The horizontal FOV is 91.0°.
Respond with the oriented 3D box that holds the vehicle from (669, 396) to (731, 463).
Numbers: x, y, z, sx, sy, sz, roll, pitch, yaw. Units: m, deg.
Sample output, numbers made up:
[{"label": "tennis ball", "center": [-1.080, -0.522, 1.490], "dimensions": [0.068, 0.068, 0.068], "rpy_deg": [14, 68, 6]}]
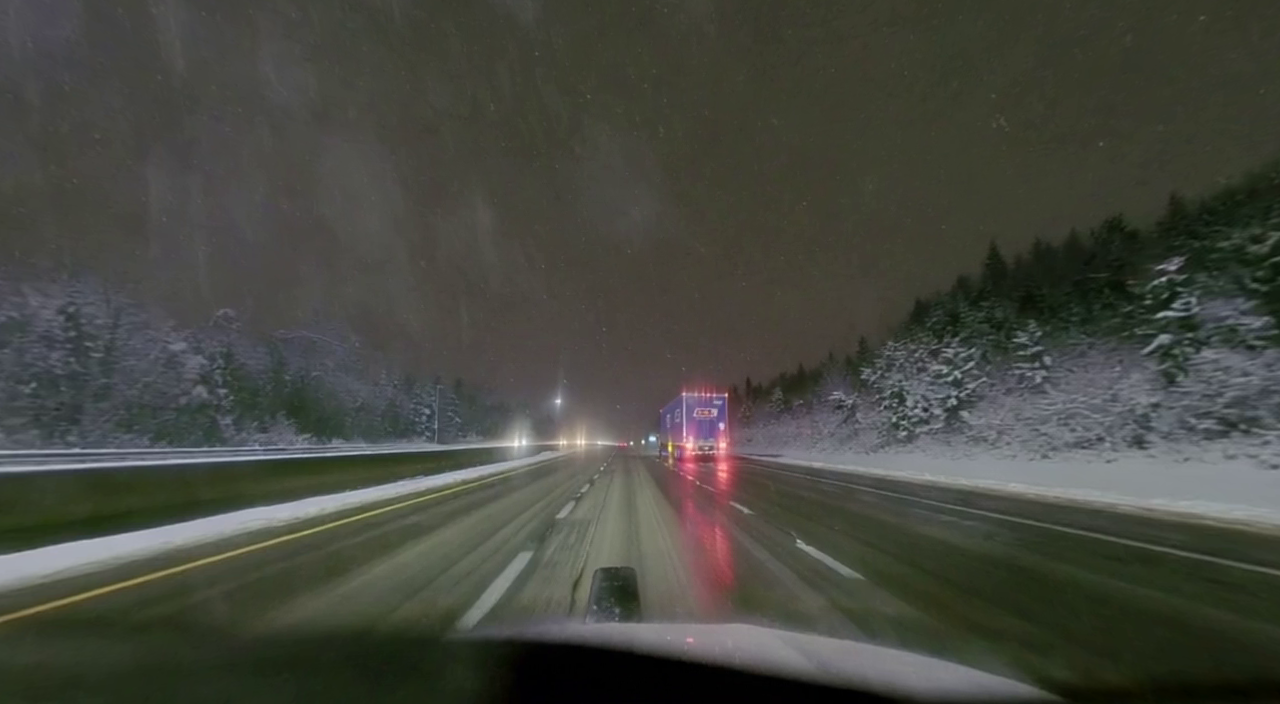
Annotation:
[{"label": "vehicle", "center": [3.768, 5.197, 41.709], "dimensions": [2.880, 3.918, 8.254], "rpy_deg": [0, -8, -3]}]
